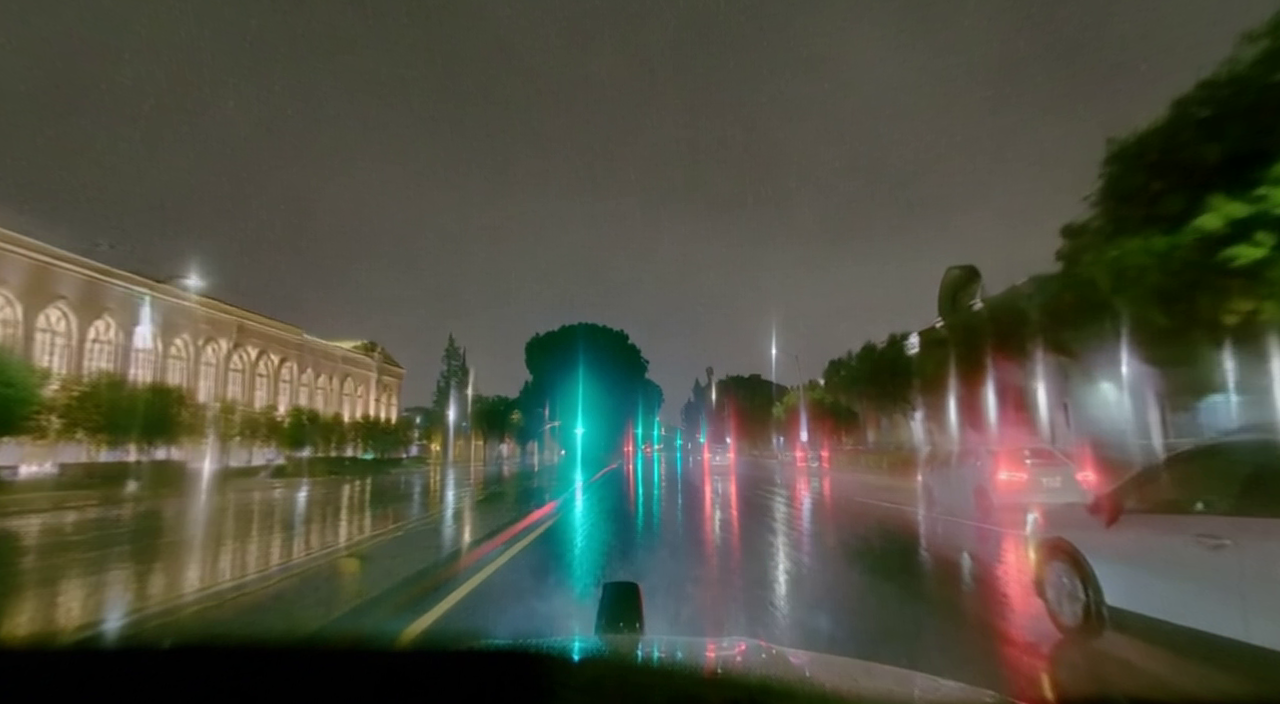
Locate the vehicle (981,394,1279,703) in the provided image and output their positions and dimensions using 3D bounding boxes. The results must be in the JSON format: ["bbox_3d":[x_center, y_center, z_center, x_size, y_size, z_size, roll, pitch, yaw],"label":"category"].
[{"bbox_3d":[3.754,1.015,3.130,1.937,1.538,3.832,0,-9,0],"label":"vehicle"}]

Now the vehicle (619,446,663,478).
[{"bbox_3d":[0.038,5.375,31.135,2.054,1.446,3.969,0,-9,0],"label":"vehicle"}]

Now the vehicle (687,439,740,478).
[{"bbox_3d":[3.616,5.316,31.782,2.036,1.757,4.300,0,-9,-1],"label":"vehicle"}]
